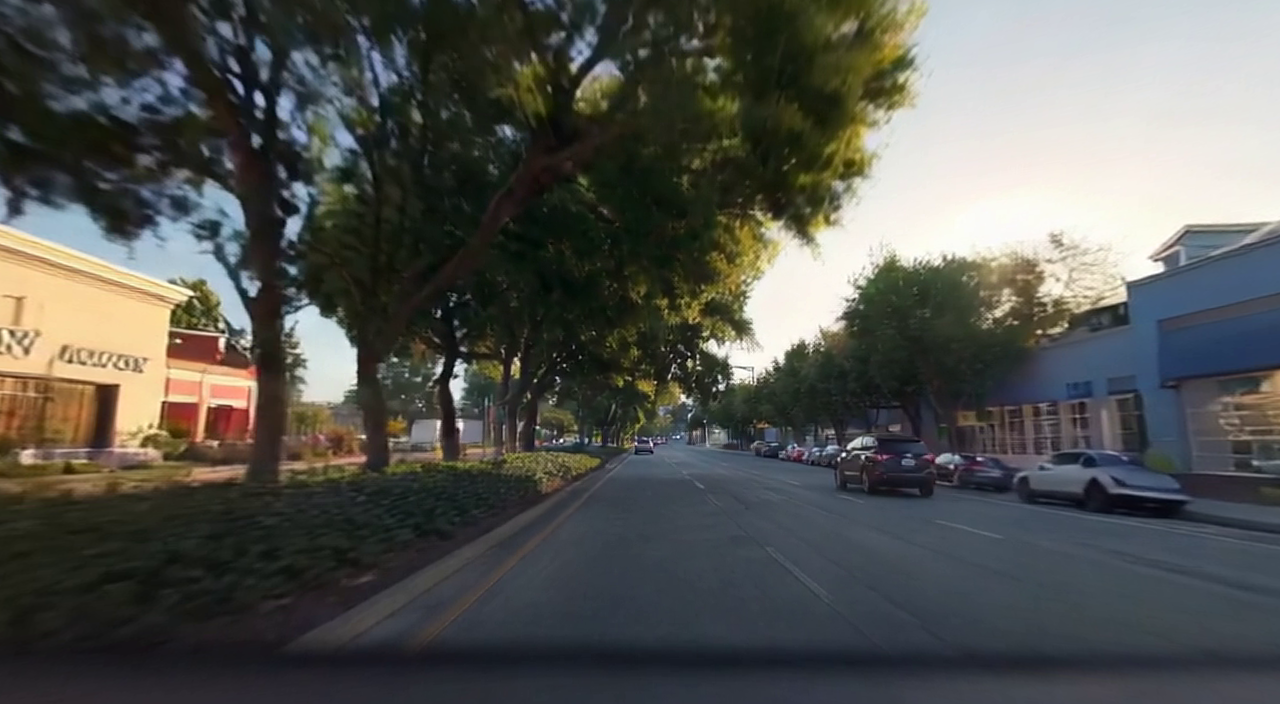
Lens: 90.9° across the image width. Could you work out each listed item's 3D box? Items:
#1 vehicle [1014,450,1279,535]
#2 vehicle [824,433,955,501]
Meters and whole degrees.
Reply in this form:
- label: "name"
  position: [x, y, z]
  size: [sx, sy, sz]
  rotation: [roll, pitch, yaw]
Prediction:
- label: "vehicle"
  position: [10.388, 2.843, 13.486]
  size: [1.793, 1.428, 4.702]
  rotation: [0, -8, -2]
- label: "vehicle"
  position: [6.744, 3.121, 17.552]
  size: [2.072, 1.669, 3.836]
  rotation: [0, -8, 1]
